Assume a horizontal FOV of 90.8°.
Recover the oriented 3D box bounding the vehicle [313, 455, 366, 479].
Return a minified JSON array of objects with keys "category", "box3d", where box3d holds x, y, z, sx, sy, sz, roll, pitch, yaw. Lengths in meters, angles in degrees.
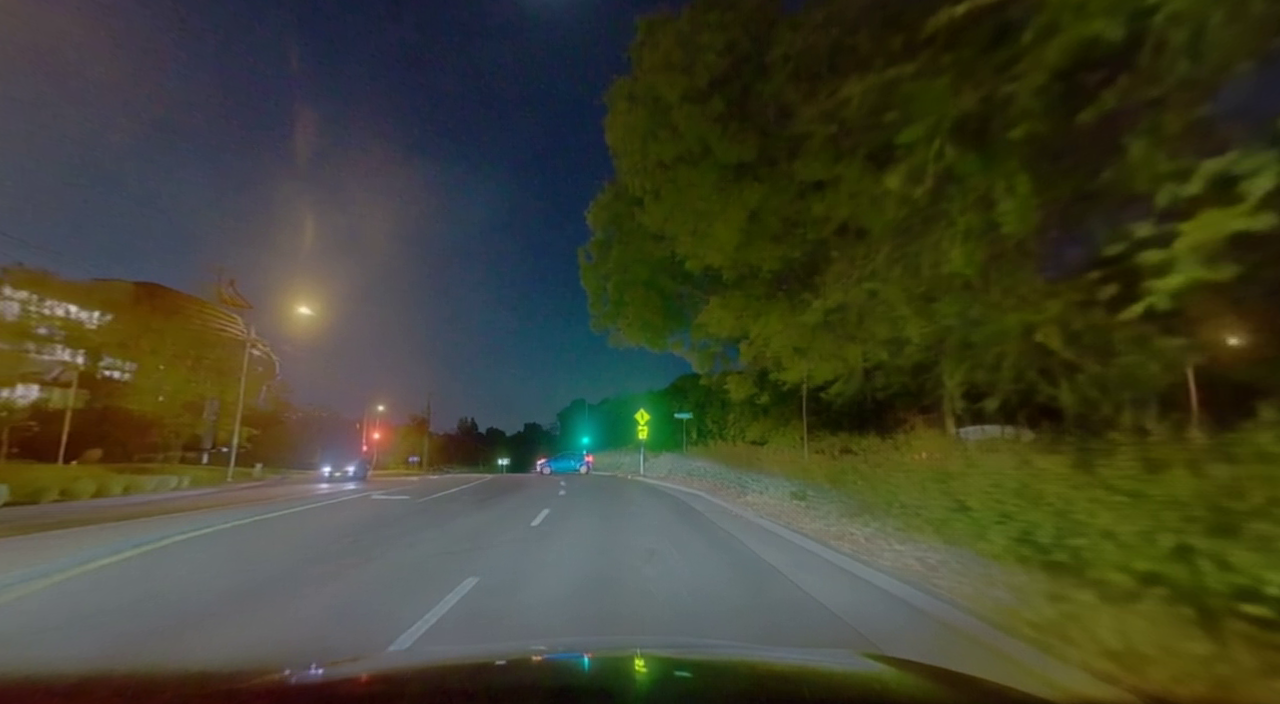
[{"category":"vehicle","box3d":[-20.442,7.831,43.206,1.942,1.470,4.566,1,-9,-8]}]
